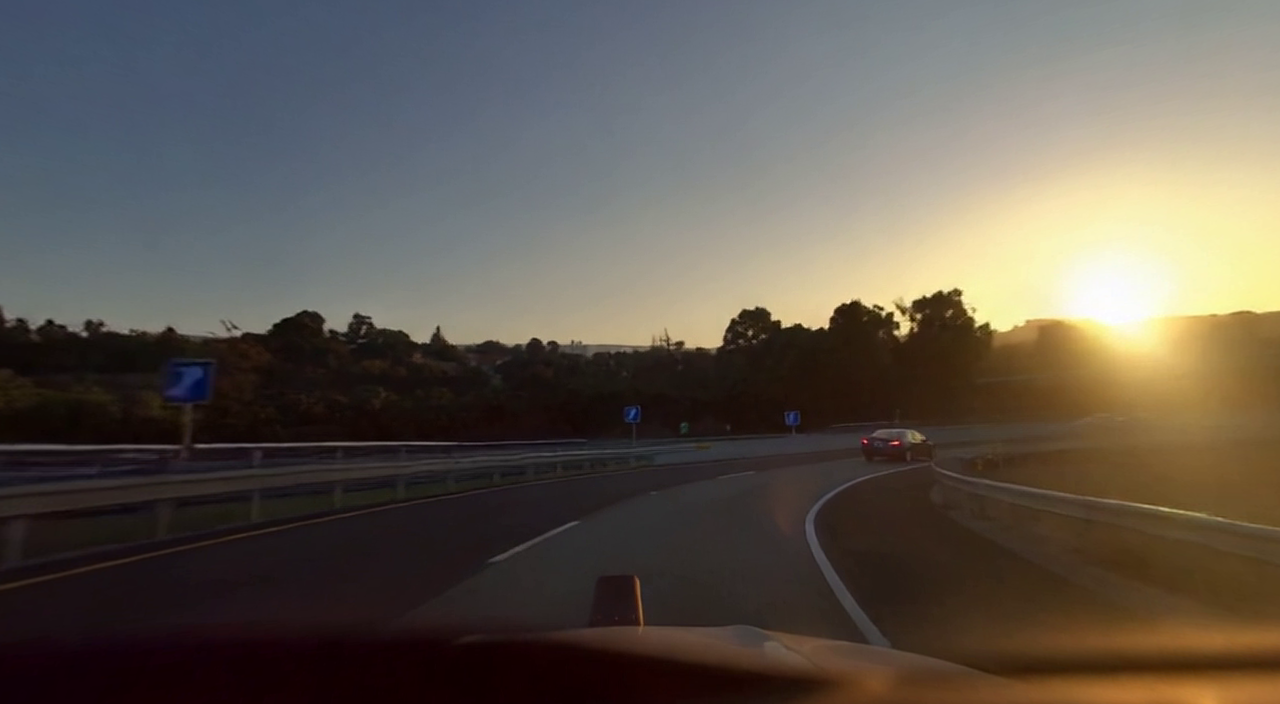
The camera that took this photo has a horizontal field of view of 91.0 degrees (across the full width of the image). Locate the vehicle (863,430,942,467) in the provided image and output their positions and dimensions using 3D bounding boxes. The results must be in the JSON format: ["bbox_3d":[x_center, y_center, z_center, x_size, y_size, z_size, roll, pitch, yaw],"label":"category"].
[{"bbox_3d":[11.748,4.260,28.039,2.028,1.440,3.970,-3,-8,41],"label":"vehicle"}]
